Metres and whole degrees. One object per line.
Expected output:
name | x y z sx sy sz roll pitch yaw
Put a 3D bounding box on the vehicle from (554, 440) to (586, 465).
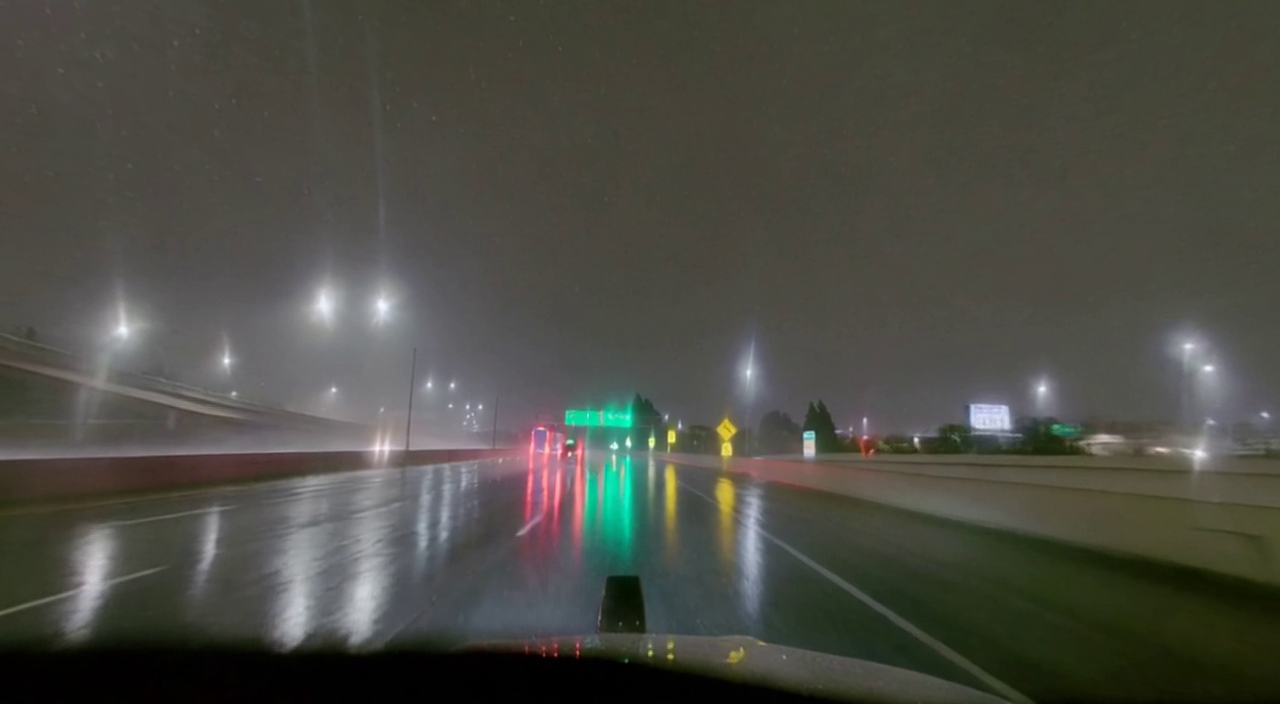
vehicle | -4.789 6.920 43.734 1.971 1.643 4.009 0 -8 -2
